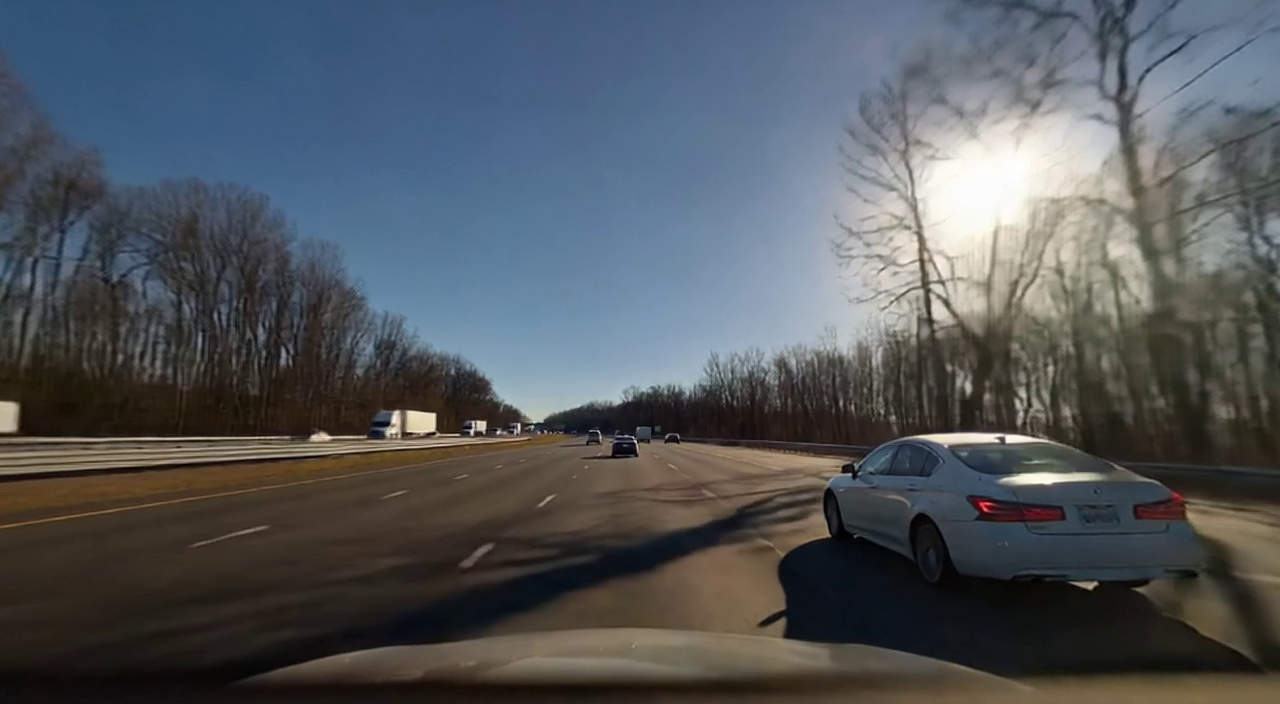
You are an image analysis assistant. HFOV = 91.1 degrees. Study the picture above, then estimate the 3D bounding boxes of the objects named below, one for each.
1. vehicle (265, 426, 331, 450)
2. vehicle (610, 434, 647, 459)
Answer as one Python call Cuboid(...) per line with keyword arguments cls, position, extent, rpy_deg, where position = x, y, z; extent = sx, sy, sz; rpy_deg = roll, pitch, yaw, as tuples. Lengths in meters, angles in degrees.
Cuboid(cls="vehicle", position=(-22.438, 5.687, 41.482), extent=(1.910, 1.486, 4.529), rpy_deg=(0, -8, -1))
Cuboid(cls="vehicle", position=(-0.755, 5.792, 38.800), extent=(2.121, 1.445, 4.187), rpy_deg=(0, -8, -2))
